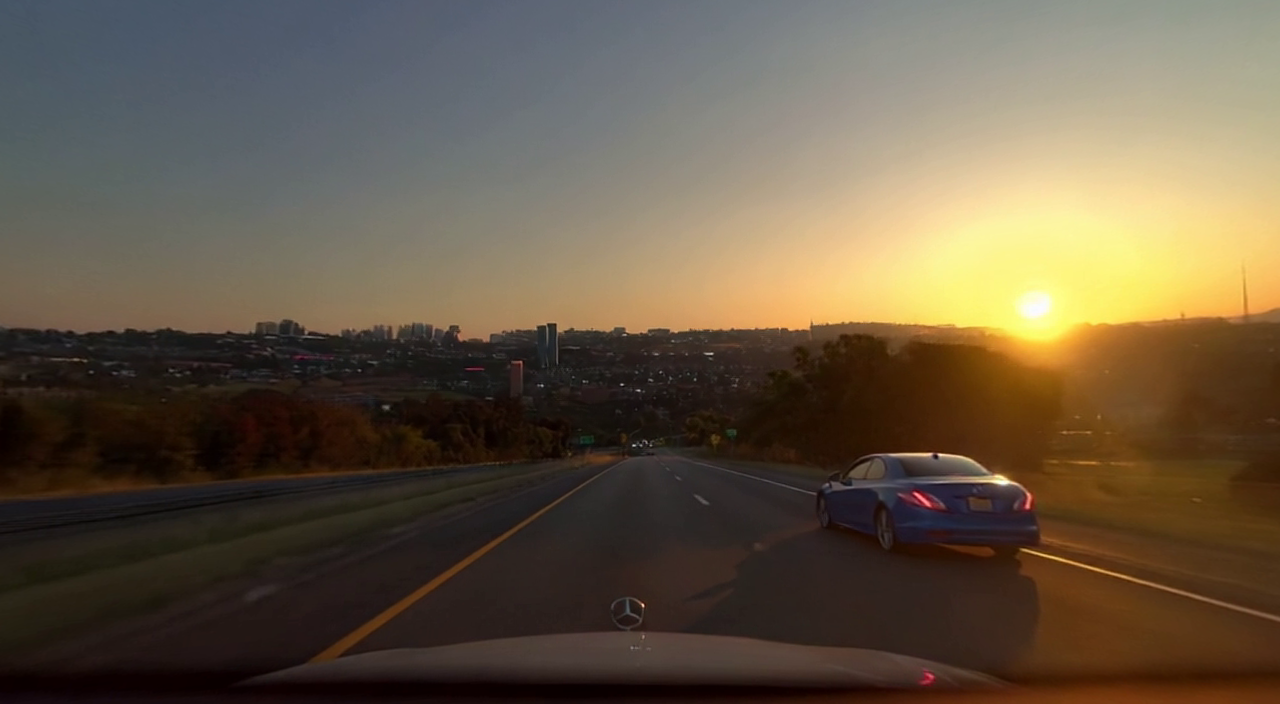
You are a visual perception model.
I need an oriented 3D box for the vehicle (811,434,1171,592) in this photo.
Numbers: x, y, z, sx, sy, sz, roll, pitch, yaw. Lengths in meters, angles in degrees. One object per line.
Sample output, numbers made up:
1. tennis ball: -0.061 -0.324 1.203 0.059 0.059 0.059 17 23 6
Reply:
1. vehicle: 4.023 1.904 8.492 2.053 1.490 4.799 0 -9 0
